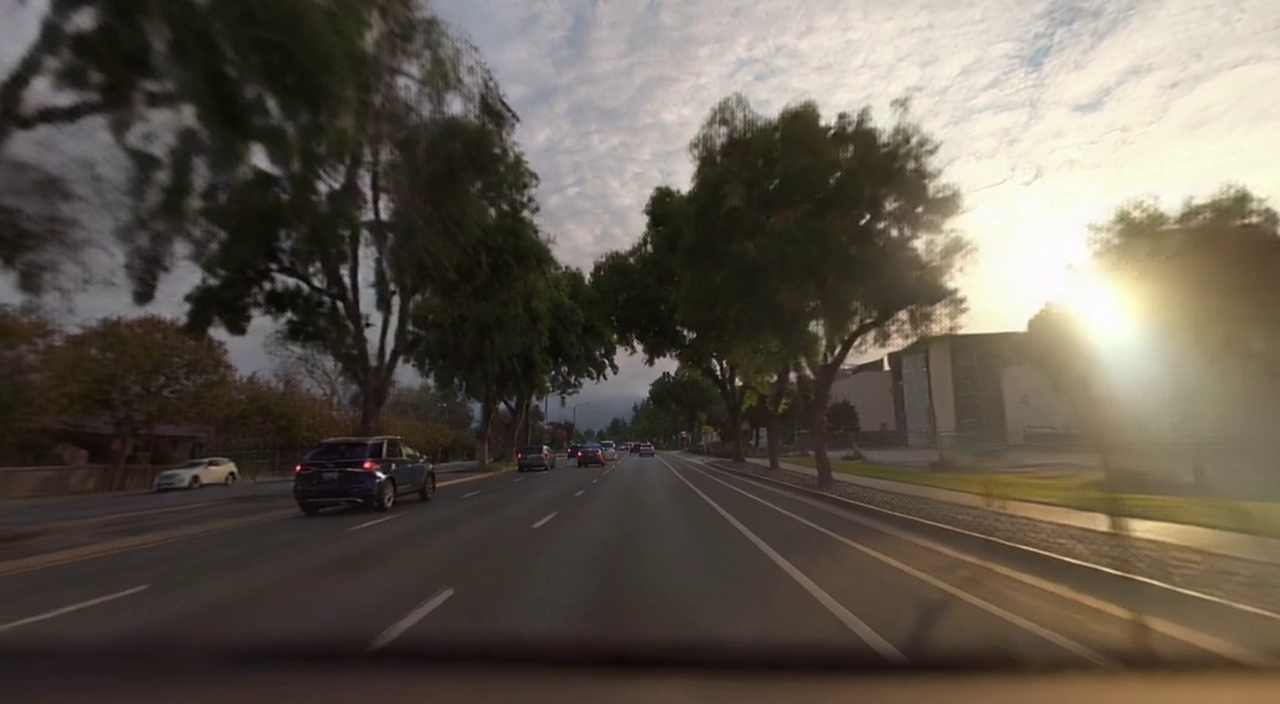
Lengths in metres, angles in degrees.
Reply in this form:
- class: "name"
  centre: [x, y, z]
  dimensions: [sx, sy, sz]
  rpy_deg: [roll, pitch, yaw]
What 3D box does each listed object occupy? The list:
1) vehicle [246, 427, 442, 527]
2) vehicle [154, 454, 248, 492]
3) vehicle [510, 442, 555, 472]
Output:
- class: "vehicle"
  centre: [-6.008, 2.571, 13.559]
  dimensions: [2.123, 1.761, 4.322]
  rpy_deg: [0, -9, 0]
- class: "vehicle"
  centre: [-25.231, 6.916, 36.474]
  dimensions: [2.031, 1.862, 4.761]
  rpy_deg: [-1, -8, 0]
- class: "vehicle"
  centre: [-6.509, 6.363, 38.504]
  dimensions: [1.985, 1.708, 4.310]
  rpy_deg: [0, -9, 0]
